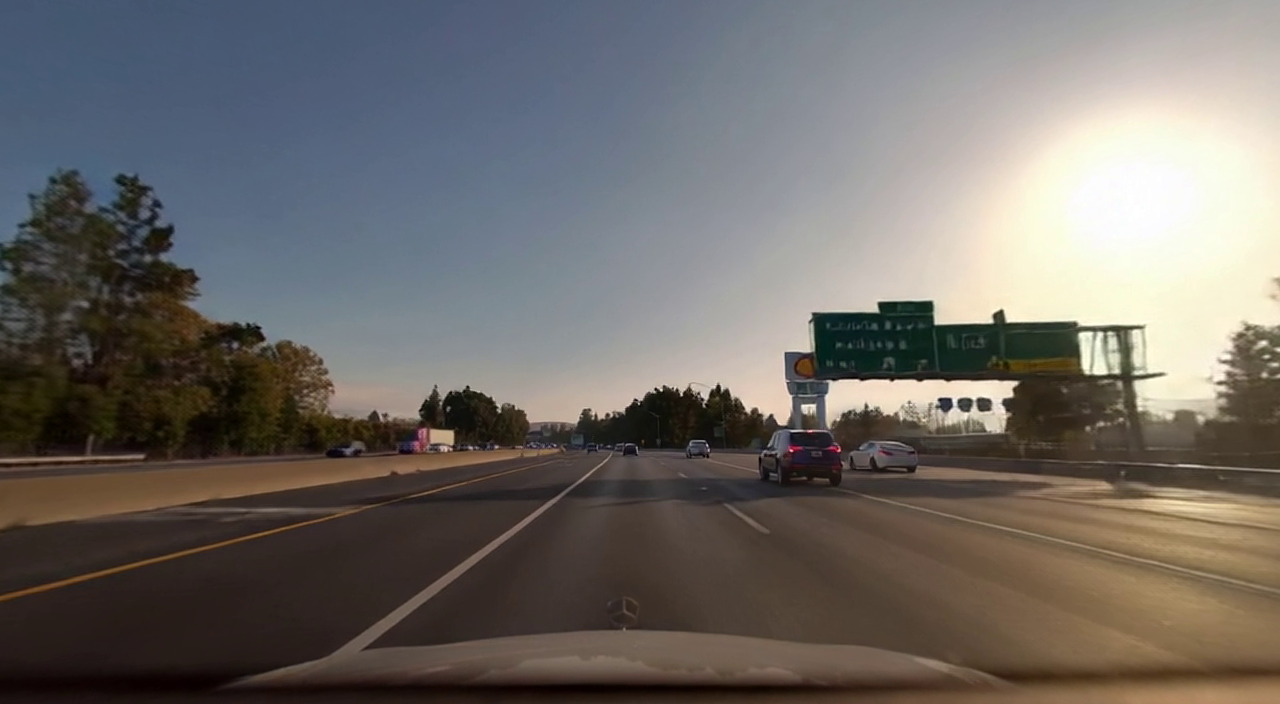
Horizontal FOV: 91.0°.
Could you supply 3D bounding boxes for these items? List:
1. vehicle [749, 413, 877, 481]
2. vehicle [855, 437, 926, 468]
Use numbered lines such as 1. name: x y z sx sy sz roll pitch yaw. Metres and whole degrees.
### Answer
1. vehicle: 6.680 3.876 25.788 2.779 2.339 8.073 0 -8 -1
2. vehicle: 14.070 5.668 35.627 2.072 1.611 4.387 0 -8 -2
